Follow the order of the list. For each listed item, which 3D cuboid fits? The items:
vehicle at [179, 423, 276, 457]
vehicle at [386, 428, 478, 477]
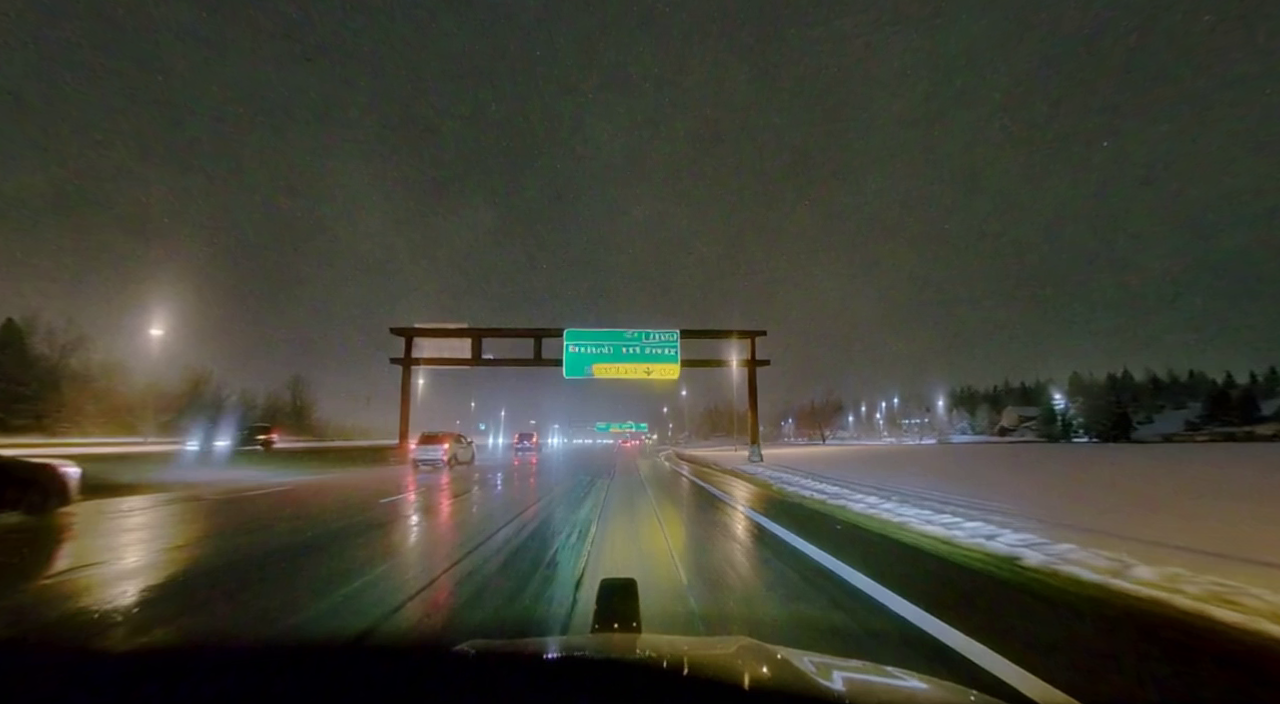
[{"bbox_3d":[-20.428,4.378,31.413,1.878,1.549,4.398,0,-8,0],"label":"vehicle"},{"bbox_3d":[-7.518,3.656,23.188,1.979,1.646,4.096,0,-8,0],"label":"vehicle"}]
